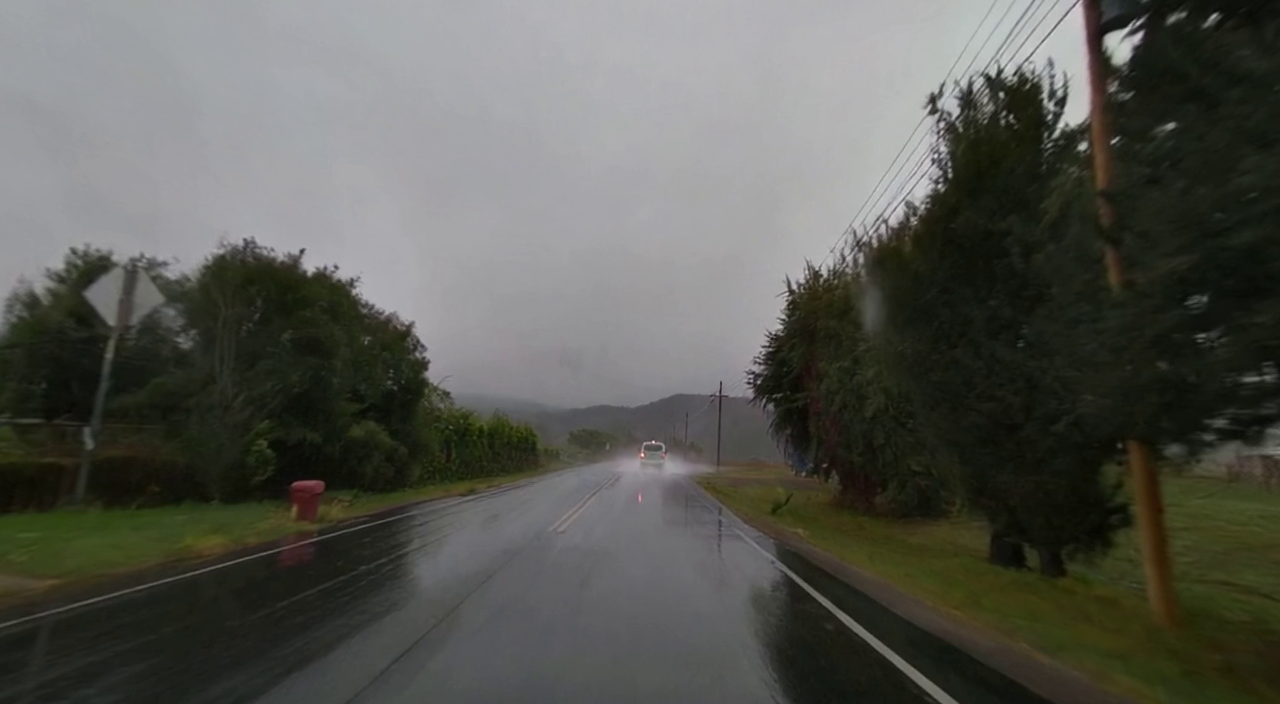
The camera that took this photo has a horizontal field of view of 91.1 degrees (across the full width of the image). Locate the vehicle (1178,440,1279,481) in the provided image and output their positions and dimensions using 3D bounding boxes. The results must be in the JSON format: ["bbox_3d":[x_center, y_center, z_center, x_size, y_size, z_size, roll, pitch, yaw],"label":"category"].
[{"bbox_3d":[31.504,5.507,32.121,5.480,1.948,2.344,-1,-7,8],"label":"vehicle"}]

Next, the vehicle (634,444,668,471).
[{"bbox_3d":[0.792,7.697,46.108,2.319,1.843,4.513,0,-8,1],"label":"vehicle"}]

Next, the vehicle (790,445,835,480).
[{"bbox_3d":[11.072,7.094,40.591,2.077,1.919,4.690,-4,-8,7],"label":"vehicle"}]
